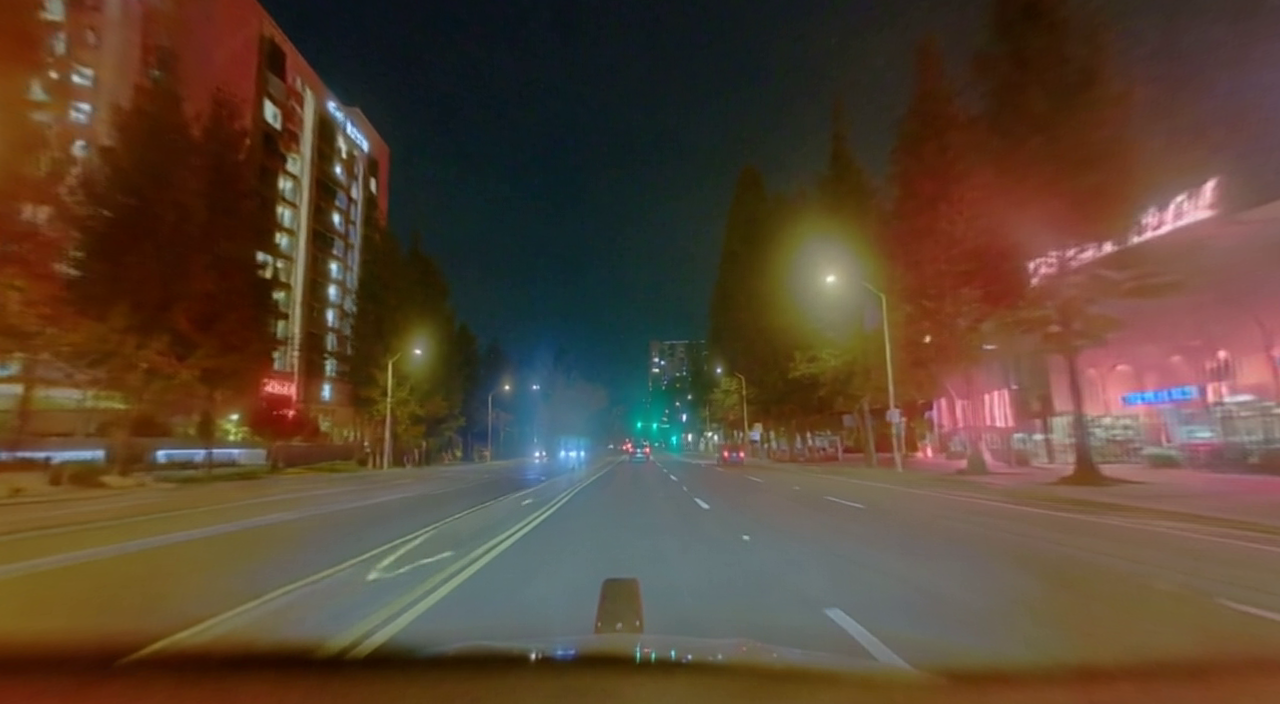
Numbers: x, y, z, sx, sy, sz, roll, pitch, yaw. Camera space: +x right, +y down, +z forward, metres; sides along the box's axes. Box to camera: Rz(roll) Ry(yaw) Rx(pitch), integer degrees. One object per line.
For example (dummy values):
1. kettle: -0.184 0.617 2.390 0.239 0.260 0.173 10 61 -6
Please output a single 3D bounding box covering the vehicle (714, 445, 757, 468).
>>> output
1. vehicle: 6.346 6.998 42.477 2.024 1.475 4.600 0 -9 -2
